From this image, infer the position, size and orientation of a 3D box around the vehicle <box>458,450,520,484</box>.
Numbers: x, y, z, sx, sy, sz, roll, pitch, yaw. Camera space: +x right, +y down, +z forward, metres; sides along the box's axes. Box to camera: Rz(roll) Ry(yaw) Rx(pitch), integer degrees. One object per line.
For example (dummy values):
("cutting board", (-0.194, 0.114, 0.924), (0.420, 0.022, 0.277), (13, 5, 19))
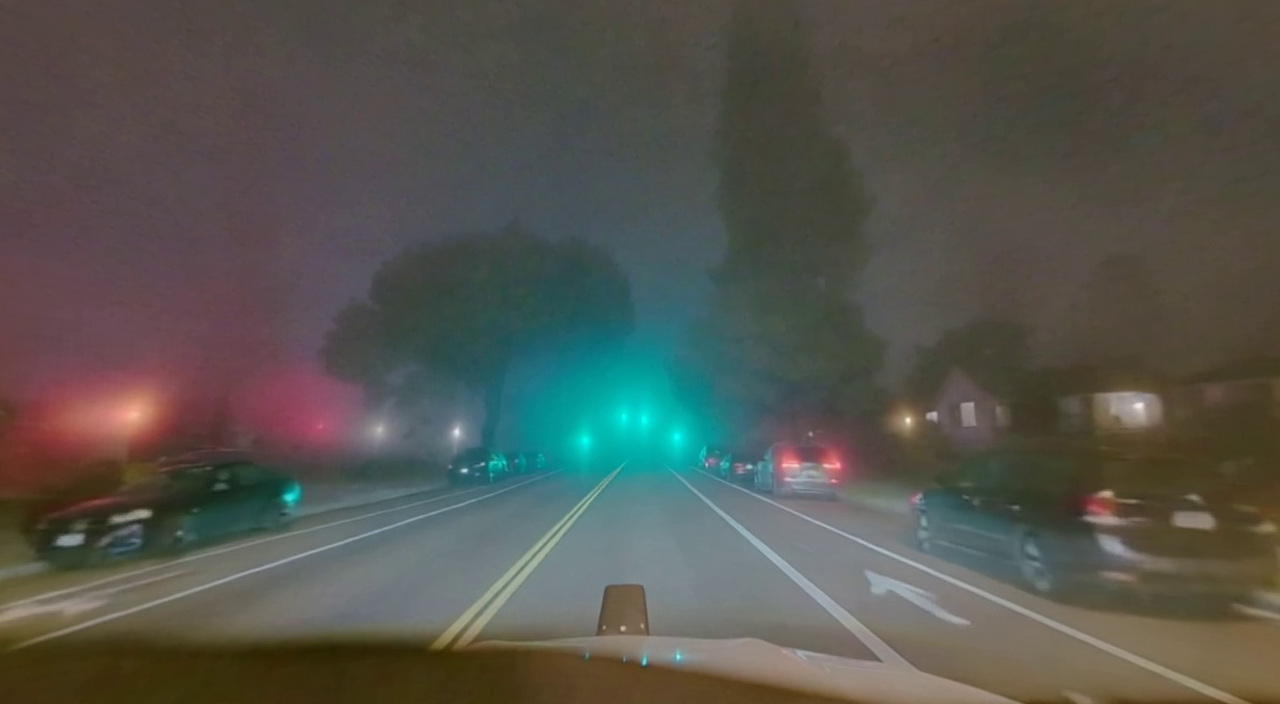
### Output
("vehicle", (-7.465, 5.691, 31.532), (1.971, 1.479, 4.307), (-1, -8, 1))

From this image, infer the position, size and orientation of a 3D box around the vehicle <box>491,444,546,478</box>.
("vehicle", (-7.102, 6.382, 37.391), (2.218, 1.807, 5.032), (-1, -8, 1))

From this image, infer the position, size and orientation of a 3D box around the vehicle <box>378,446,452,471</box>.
("vehicle", (-16.287, 7.713, 45.820), (4.619, 1.708, 2.087), (0, -8, -1))

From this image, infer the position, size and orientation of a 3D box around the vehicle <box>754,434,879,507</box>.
("vehicle", (4.684, 3.204, 17.630), (2.137, 1.747, 4.797), (0, -8, 1))

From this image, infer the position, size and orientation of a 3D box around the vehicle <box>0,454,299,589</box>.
("vehicle", (-7.453, 2.366, 9.710), (1.903, 1.463, 4.526), (-1, -8, 0))

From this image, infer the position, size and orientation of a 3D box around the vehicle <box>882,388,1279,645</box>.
("vehicle", (4.485, 1.500, 6.837), (2.089, 1.831, 4.492), (-1, -8, 3))

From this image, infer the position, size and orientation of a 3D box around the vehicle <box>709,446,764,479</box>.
("vehicle", (4.634, 5.350, 30.888), (2.048, 1.469, 4.673), (0, -8, 1))
